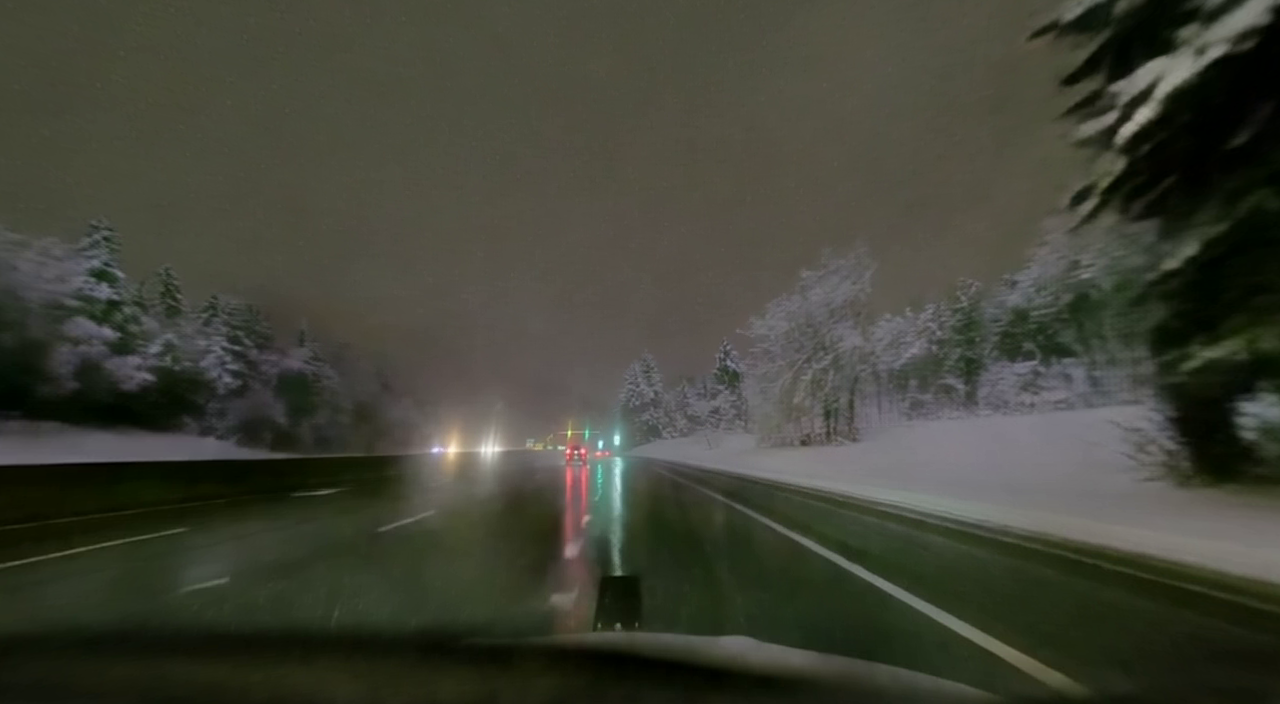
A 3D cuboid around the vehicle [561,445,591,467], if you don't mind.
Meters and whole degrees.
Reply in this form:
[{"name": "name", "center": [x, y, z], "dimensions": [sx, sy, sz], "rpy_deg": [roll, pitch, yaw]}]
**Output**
[{"name": "vehicle", "center": [-4.956, 8.128, 49.315], "dimensions": [2.248, 1.619, 3.848], "rpy_deg": [0, -8, -4]}]
